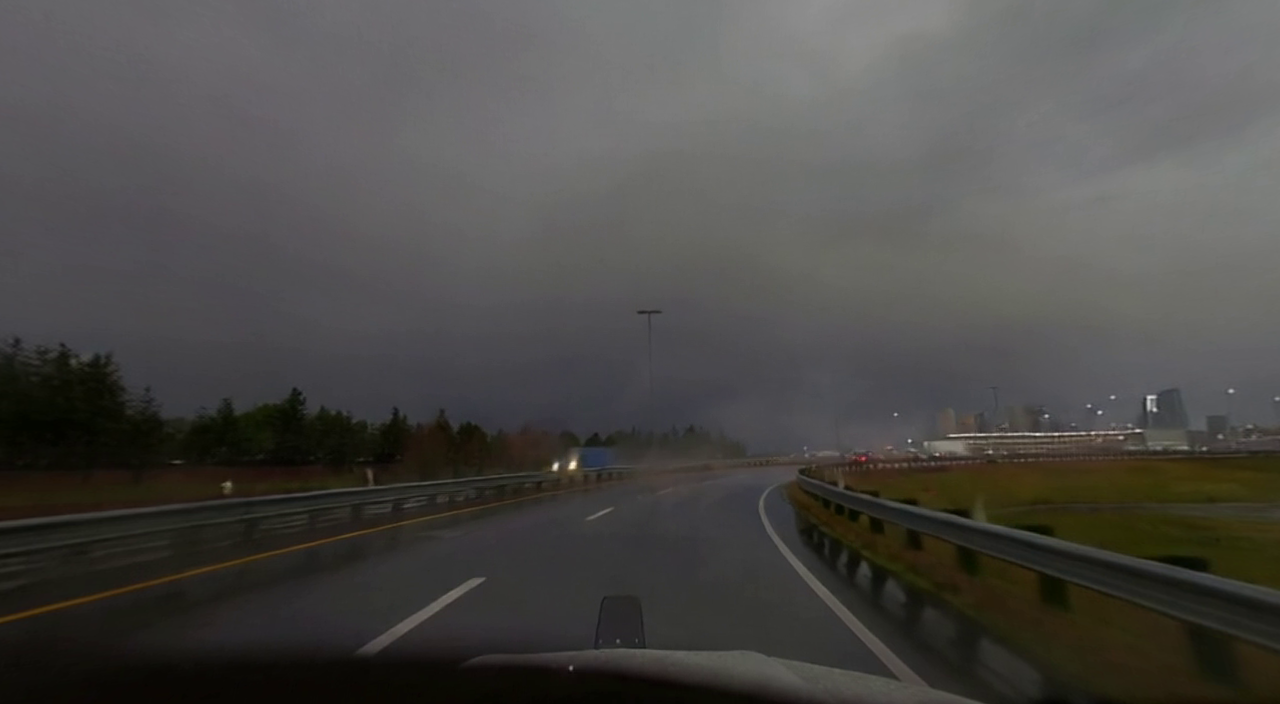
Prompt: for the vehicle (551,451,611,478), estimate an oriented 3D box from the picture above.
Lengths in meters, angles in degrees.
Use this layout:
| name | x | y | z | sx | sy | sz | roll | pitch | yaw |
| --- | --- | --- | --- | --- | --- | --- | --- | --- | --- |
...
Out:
| name | x | y | z | sx | sy | sz | roll | pitch | yaw |
| --- | --- | --- | --- | --- | --- | --- | --- | --- | --- |
| vehicle | -3.931 | 7.579 | 42.626 | 2.009 | 1.707 | 4.571 | -4 | -10 | 26 |
